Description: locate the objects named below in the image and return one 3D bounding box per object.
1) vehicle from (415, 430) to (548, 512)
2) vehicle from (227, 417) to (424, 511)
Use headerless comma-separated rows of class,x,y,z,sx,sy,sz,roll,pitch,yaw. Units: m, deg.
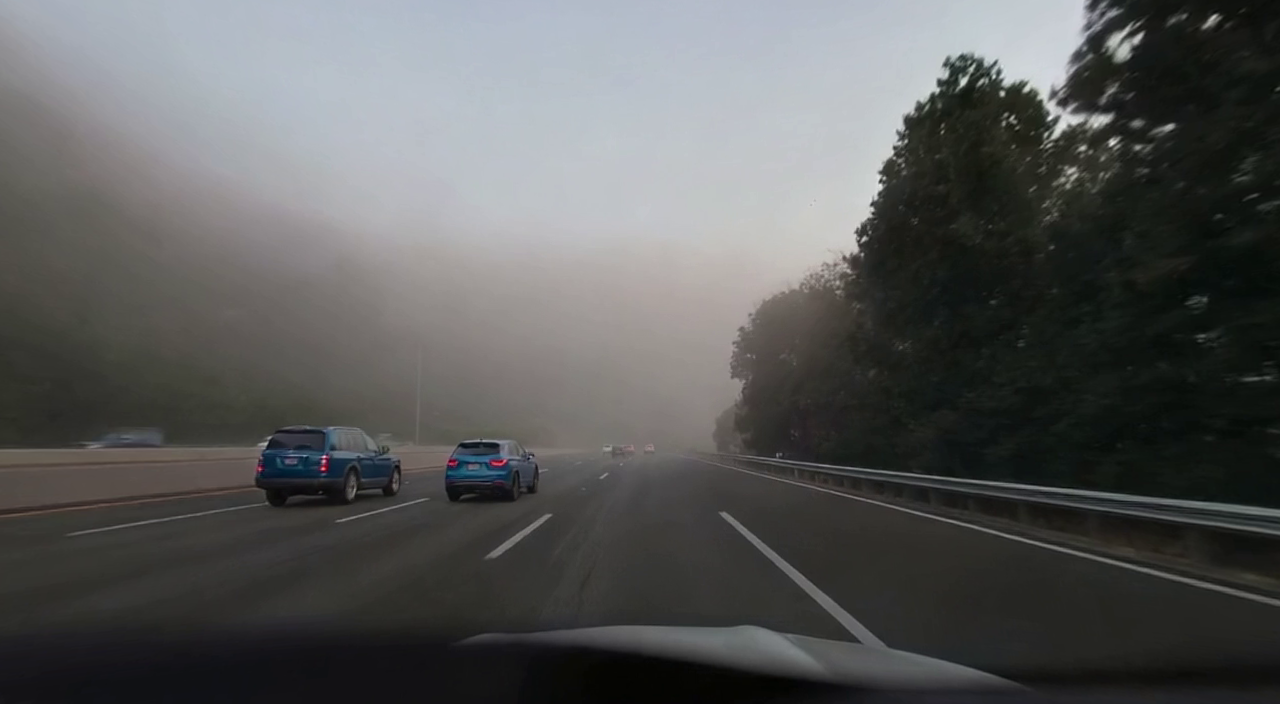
vehicle,-3.571,2.762,15.143,1.983,1.663,4.290,0,-9,1
vehicle,-7.340,2.682,15.519,2.151,1.925,4.945,0,-9,2
